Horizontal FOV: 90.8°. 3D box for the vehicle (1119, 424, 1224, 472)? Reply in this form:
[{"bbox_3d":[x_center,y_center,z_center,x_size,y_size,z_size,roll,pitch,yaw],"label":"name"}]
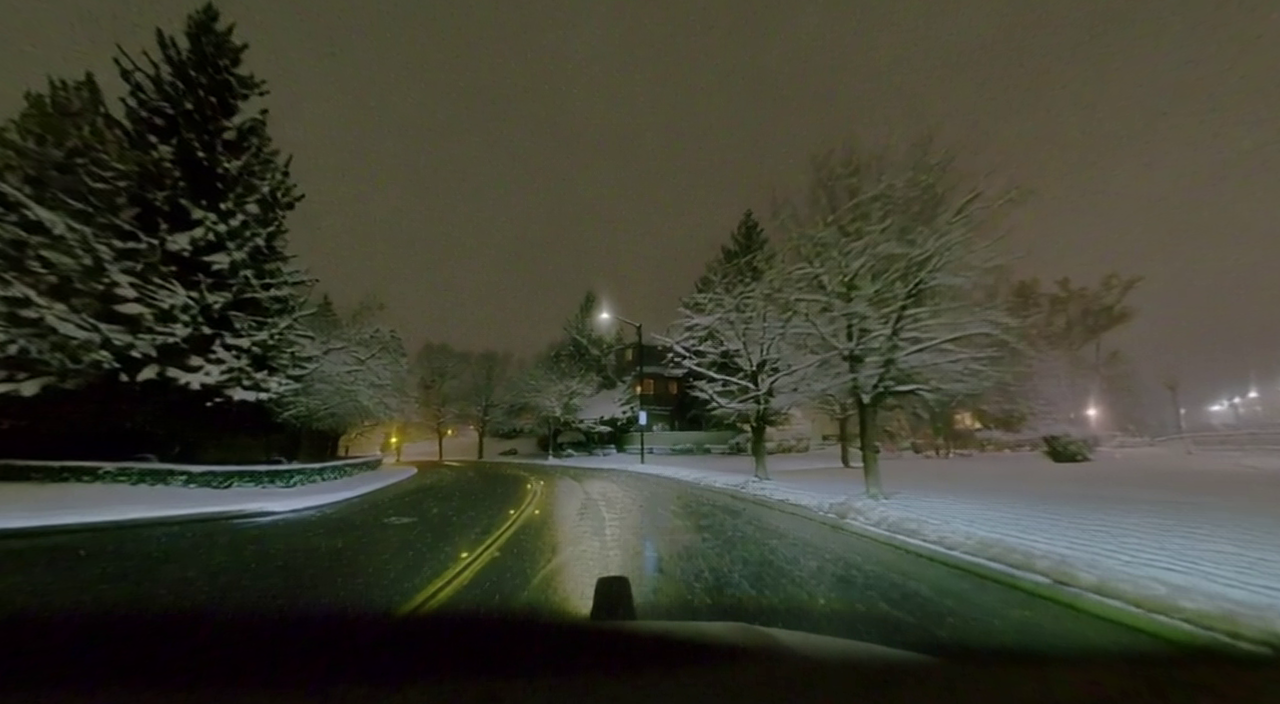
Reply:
[{"bbox_3d":[31.972,5.778,38.139,2.572,2.692,3.848,3,-9,-19],"label":"vehicle"}]
